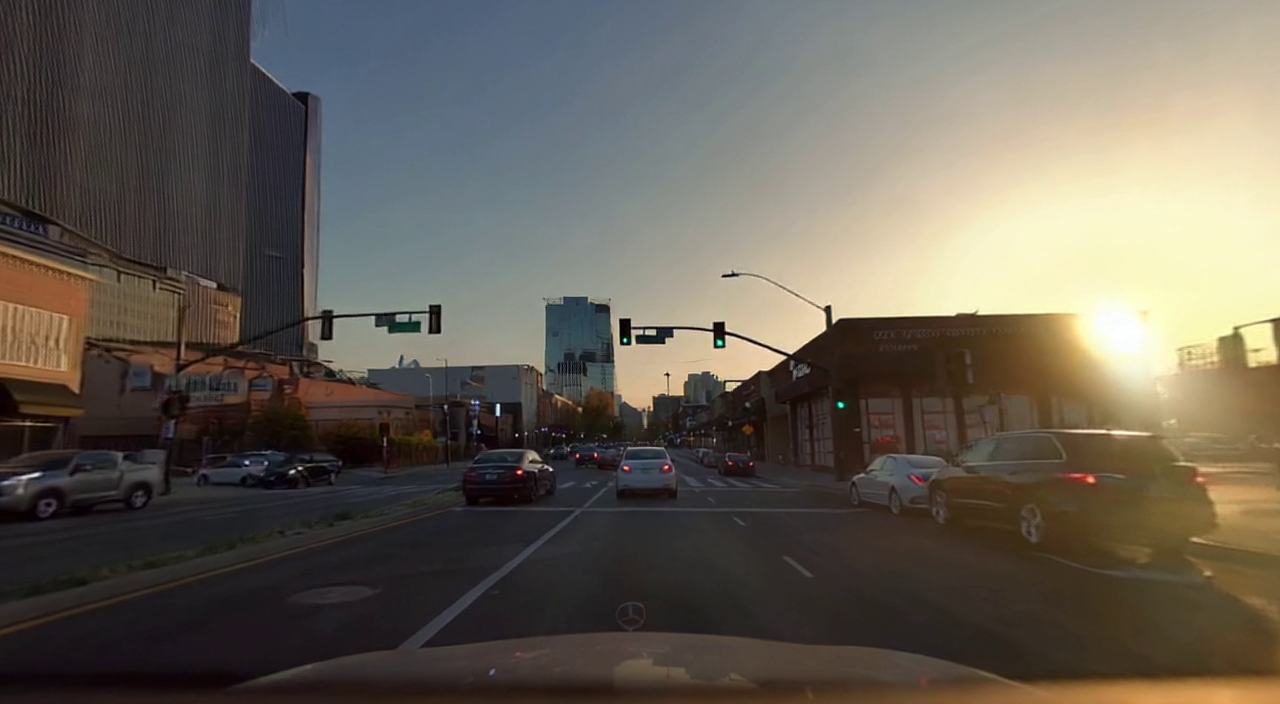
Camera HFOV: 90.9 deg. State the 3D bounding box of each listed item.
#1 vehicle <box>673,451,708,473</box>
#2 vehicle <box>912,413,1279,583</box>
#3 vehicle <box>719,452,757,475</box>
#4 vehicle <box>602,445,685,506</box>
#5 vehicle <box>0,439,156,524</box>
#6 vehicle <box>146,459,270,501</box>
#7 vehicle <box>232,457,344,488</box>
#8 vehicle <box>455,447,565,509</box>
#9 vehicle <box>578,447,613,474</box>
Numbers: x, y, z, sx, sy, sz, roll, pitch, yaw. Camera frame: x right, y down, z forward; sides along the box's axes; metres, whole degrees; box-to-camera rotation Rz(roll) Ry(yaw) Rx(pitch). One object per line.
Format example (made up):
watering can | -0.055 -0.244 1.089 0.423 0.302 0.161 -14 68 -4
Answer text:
vehicle | 3.523 7.744 44.668 2.047 1.463 4.514 0 -9 0
vehicle | 6.511 2.032 9.758 2.289 1.867 5.322 0 -9 1
vehicle | 6.861 7.801 44.401 1.944 1.462 4.406 0 -9 0
vehicle | 0.082 3.381 17.725 2.037 1.484 4.073 0 -9 0
vehicle | -15.821 3.472 17.666 2.239 1.963 5.779 4 -9 -25
vehicle | -17.234 5.116 25.479 1.774 1.436 4.473 0 -9 1
vehicle | -19.111 6.497 34.254 5.163 1.510 2.174 -3 -9 16
vehicle | -3.360 3.346 17.217 1.950 1.450 4.257 0 -9 2
vehicle | -2.985 7.383 43.238 2.007 1.736 4.185 0 -9 1
